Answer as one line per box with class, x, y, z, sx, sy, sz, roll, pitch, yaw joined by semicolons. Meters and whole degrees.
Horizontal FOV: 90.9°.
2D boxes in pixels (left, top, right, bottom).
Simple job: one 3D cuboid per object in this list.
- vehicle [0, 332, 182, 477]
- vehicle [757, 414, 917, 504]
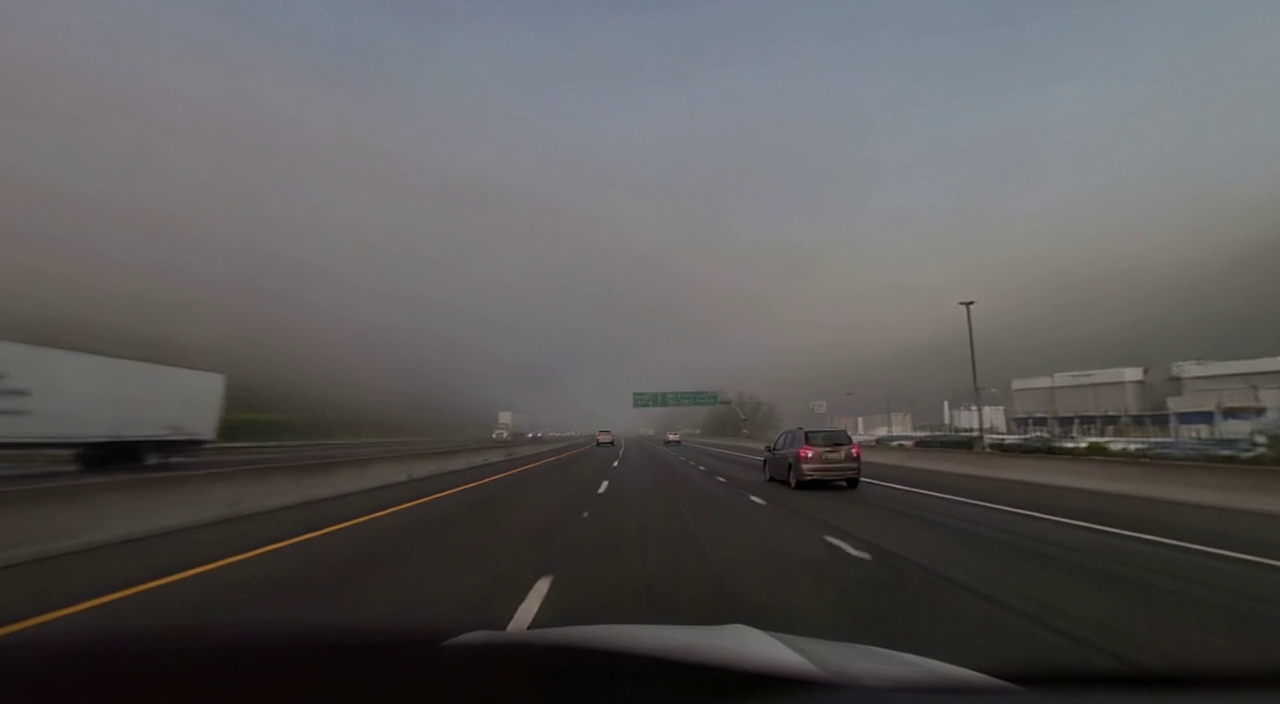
vehicle;-18.680;1.326;16.283;2.981;3.857;14.529;0;-8;-1
vehicle;4.000;2.244;13.656;2.022;1.637;4.229;0;-8;-1
